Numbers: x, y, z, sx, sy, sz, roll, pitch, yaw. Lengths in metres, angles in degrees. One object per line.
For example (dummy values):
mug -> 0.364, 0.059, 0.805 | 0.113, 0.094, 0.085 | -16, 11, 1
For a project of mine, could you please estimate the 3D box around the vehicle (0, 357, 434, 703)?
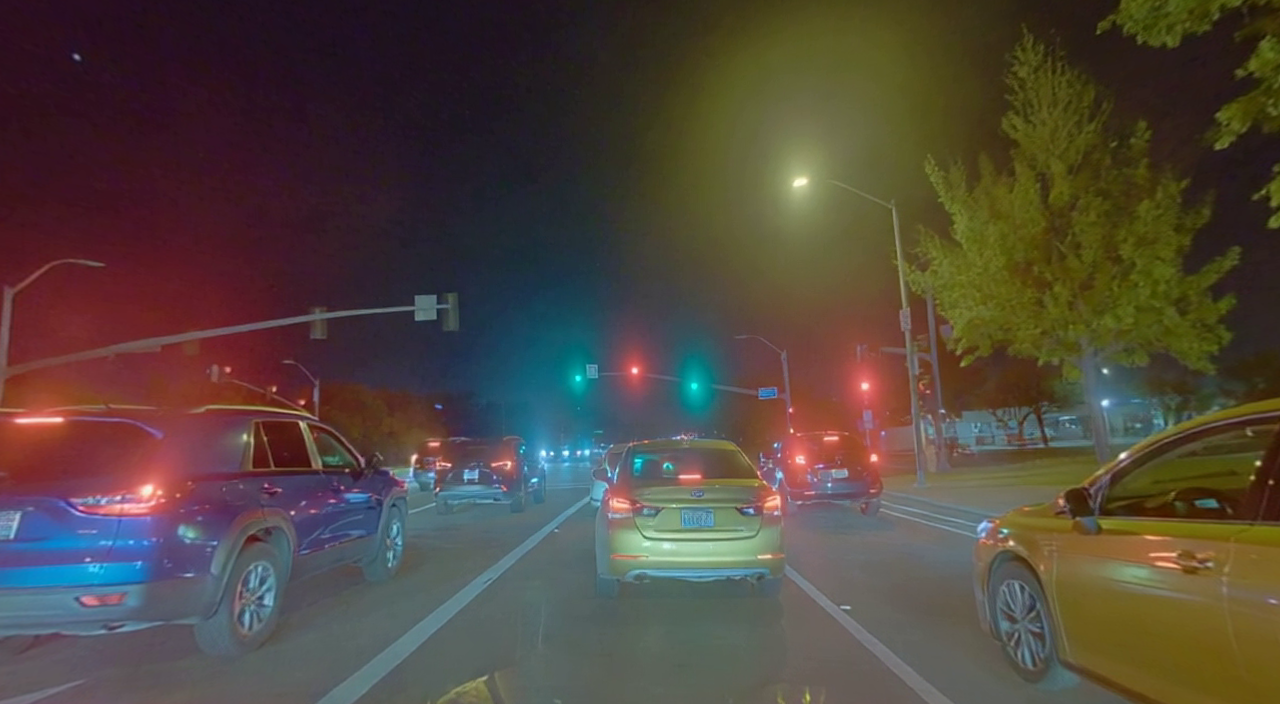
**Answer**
vehicle -> -3.448, 1.217, 5.263 | 1.889, 1.767, 4.289 | 0, -8, 1

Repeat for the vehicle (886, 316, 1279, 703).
vehicle -> 3.045, 0.913, 3.047 | 1.880, 1.747, 4.500 | 0, -8, 0

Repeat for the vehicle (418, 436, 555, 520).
vehicle -> -3.071, 2.598, 13.489 | 1.868, 1.516, 4.114 | 0, -8, 1

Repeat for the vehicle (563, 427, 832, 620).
vehicle -> 0.435, 1.609, 6.836 | 2.051, 1.460, 3.932 | 0, -8, 0
